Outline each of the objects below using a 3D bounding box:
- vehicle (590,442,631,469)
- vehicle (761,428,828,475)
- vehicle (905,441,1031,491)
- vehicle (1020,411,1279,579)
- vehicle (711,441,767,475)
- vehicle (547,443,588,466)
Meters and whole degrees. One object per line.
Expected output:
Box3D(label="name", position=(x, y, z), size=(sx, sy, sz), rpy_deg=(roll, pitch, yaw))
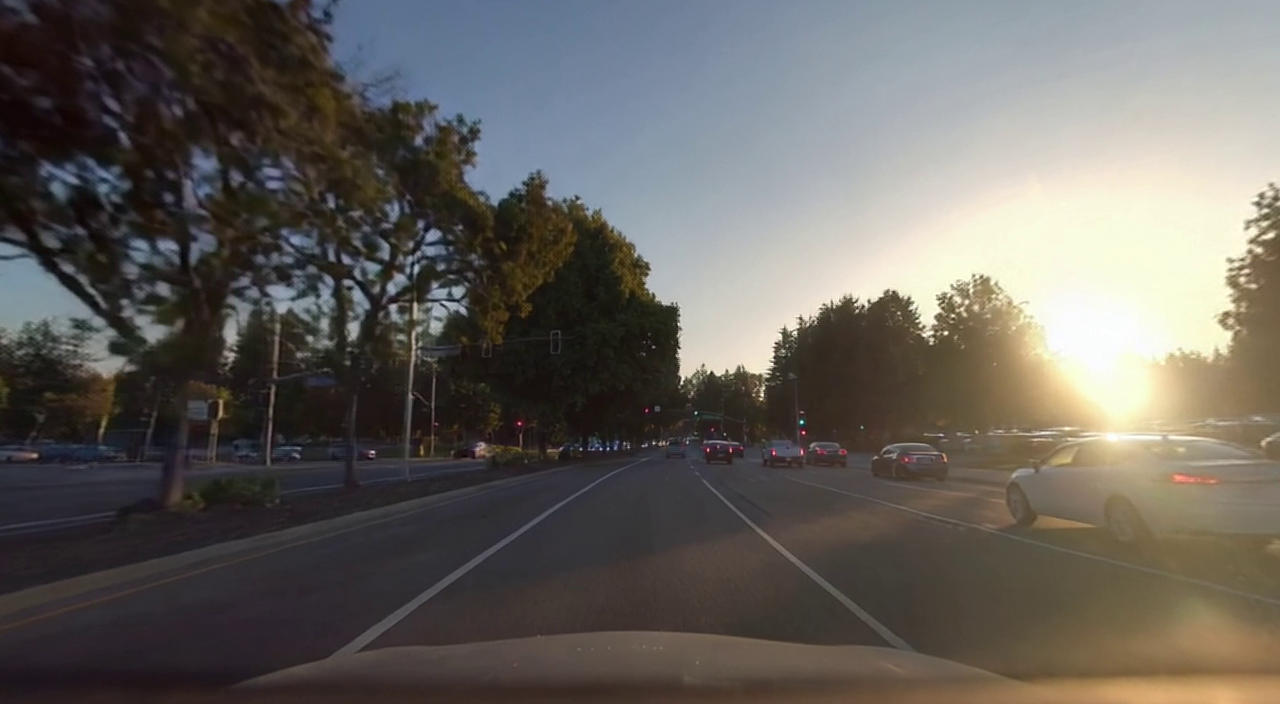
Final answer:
Box3D(label="vehicle", position=(-1.729, 6.192, 38.046), size=(1.958, 1.542, 4.175), rpy_deg=(-1, -8, 5))
Box3D(label="vehicle", position=(7.735, 5.041, 32.149), size=(2.186, 2.202, 5.426), rpy_deg=(0, -8, 2))
Box3D(label="vehicle", position=(11.205, 3.894, 21.987), size=(1.963, 1.513, 4.600), rpy_deg=(0, -8, 1))
Box3D(label="vehicle", position=(7.385, 1.677, 8.301), size=(2.051, 1.620, 4.702), rpy_deg=(-1, -8, 4))
Box3D(label="vehicle", position=(4.947, 5.362, 32.244), size=(2.292, 1.563, 4.734), rpy_deg=(0, -8, 2))
Box3D(label="vehicle", position=(-4.978, 7.084, 43.848), size=(2.004, 1.529, 4.319), rpy_deg=(-1, -8, 4))
